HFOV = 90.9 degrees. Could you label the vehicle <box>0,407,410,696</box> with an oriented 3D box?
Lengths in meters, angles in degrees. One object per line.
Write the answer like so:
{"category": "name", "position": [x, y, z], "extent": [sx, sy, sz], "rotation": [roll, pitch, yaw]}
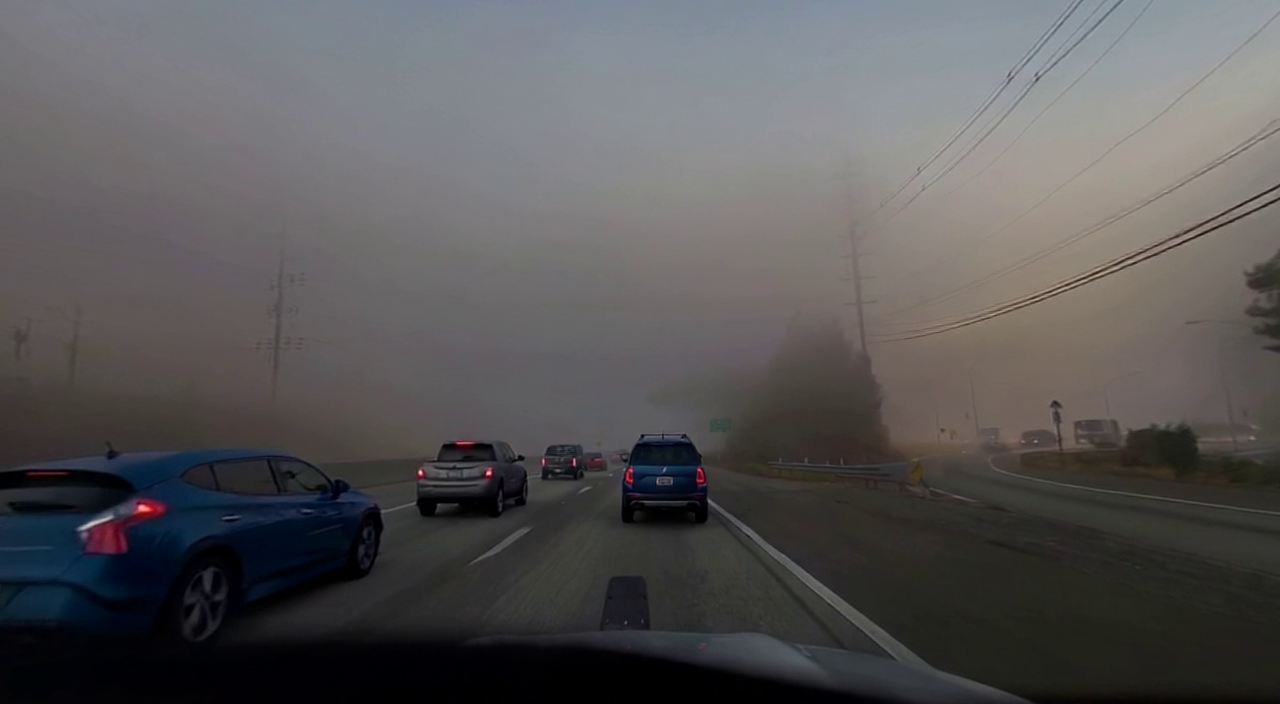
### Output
{"category": "vehicle", "position": [-3.819, 1.396, 5.531], "extent": [1.999, 1.563, 4.007], "rotation": [0, -9, 1]}

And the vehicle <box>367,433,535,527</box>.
{"category": "vehicle", "position": [-3.696, 2.591, 13.356], "extent": [2.018, 1.621, 4.441], "rotation": [-1, -9, 2]}

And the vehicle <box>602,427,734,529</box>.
{"category": "vehicle", "position": [0.541, 2.428, 12.635], "extent": [2.205, 1.691, 3.937], "rotation": [-1, -9, 2]}

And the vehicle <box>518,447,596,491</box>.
{"category": "vehicle", "position": [-2.935, 4.264, 23.316], "extent": [2.105, 1.436, 4.311], "rotation": [-1, -9, 3]}
